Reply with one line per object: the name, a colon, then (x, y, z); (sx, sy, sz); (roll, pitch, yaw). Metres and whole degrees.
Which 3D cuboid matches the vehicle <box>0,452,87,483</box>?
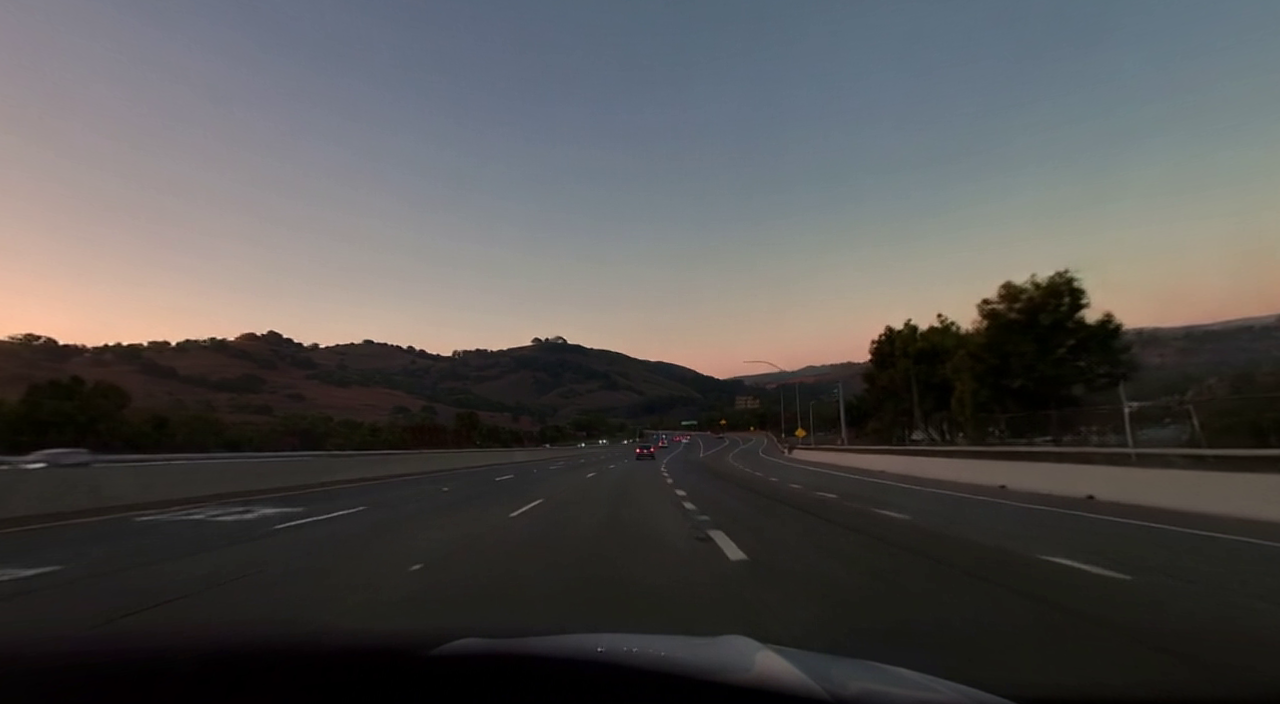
vehicle: (-32.454, 6.103, 33.719); (1.798, 1.470, 4.400); (-1, -9, 2)
